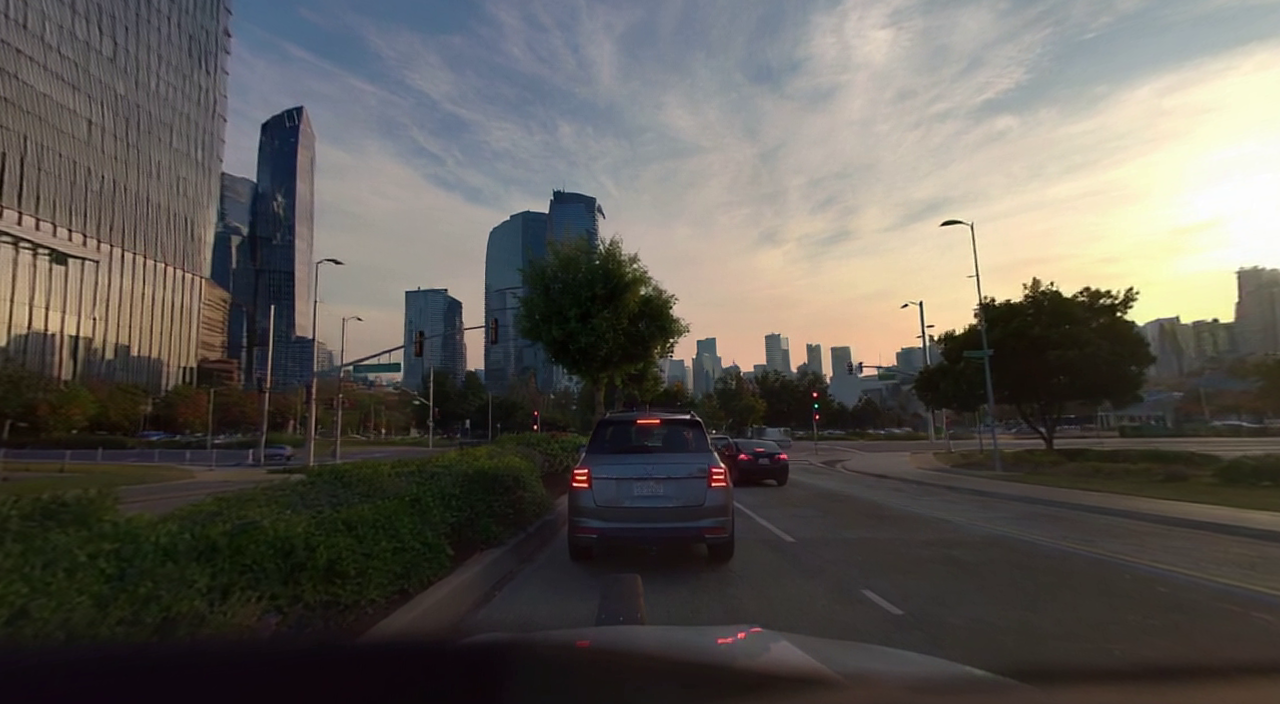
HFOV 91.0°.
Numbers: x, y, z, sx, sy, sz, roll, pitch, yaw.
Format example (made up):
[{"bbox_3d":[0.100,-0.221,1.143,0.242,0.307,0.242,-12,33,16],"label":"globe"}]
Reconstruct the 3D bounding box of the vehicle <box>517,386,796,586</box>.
[{"bbox_3d":[0.148,1.605,8.262,2.601,1.878,4.535,0,-9,0],"label":"vehicle"}]

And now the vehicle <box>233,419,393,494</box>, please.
[{"bbox_3d":[-11.481,3.775,22.951,2.717,2.310,6.448,1,-9,-4],"label":"vehicle"}]

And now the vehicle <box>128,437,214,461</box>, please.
[{"bbox_3d":[-34.616,7.175,46.556,4.622,1.742,1.965,0,-9,-2],"label":"vehicle"}]
